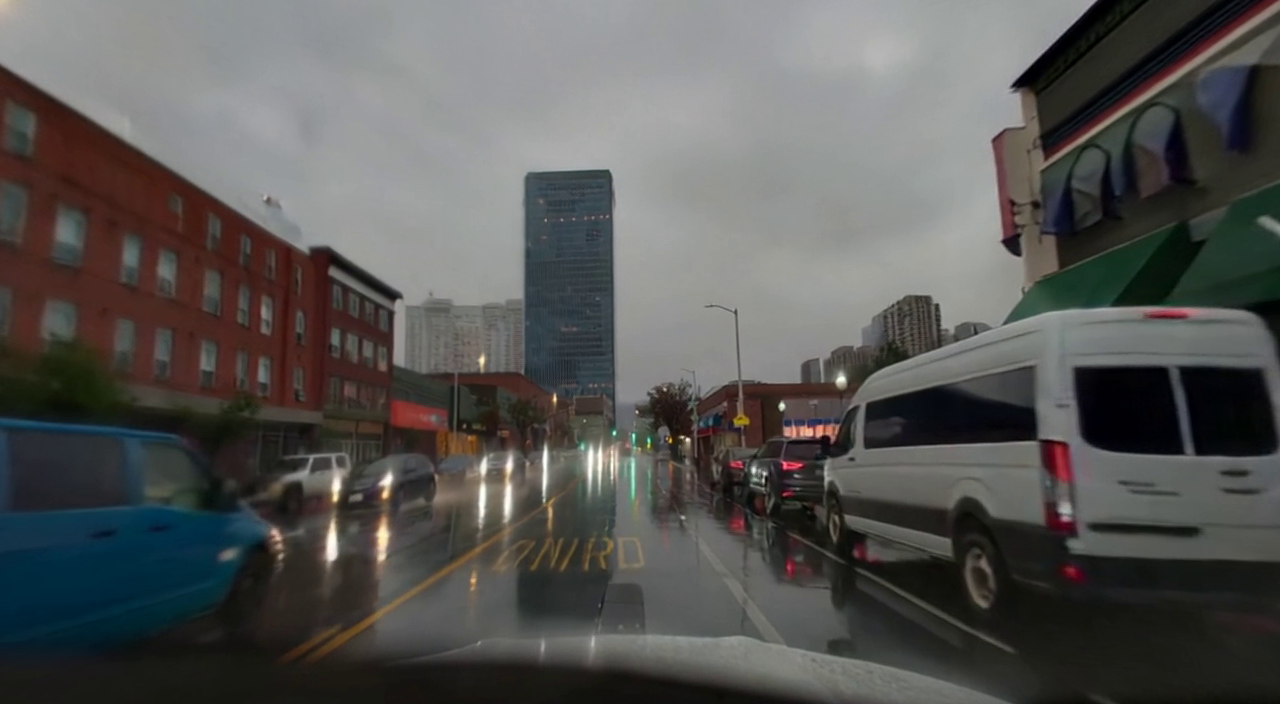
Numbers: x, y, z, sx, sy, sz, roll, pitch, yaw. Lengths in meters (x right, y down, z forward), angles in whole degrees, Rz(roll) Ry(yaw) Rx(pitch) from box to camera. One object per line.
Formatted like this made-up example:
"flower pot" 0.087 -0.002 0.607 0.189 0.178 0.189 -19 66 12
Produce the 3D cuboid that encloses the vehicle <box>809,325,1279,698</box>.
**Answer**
"vehicle" 3.749 1.319 6.588 2.215 2.177 5.608 0 -8 -2

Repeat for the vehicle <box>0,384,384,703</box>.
"vehicle" -3.282 1.101 3.475 2.024 1.579 4.300 0 -8 -2

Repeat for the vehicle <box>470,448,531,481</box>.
"vehicle" -6.899 5.594 31.838 1.993 1.484 4.812 0 -8 0
